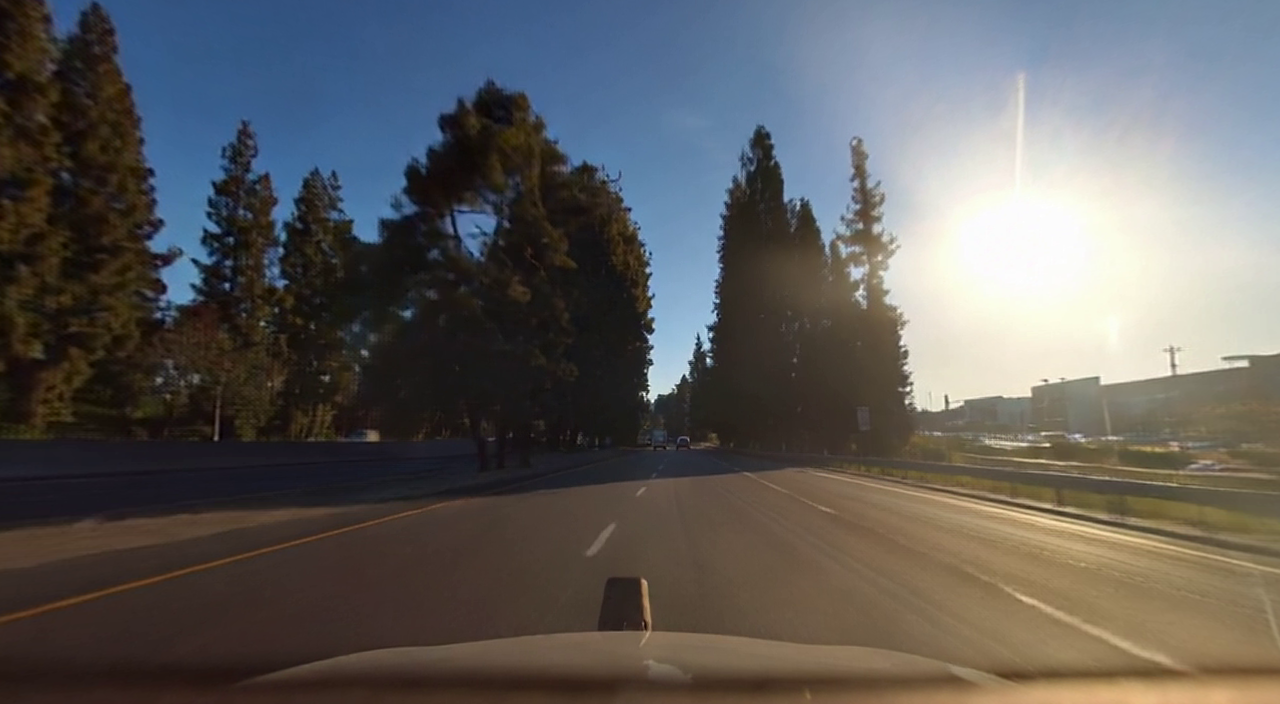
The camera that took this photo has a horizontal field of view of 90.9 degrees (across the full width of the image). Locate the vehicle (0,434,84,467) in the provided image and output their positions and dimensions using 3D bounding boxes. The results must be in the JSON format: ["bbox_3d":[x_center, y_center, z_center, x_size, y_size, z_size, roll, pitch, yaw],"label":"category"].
[{"bbox_3d":[-29.786,4.734,30.387,1.760,1.466,4.396,-1,-8,4],"label":"vehicle"}]

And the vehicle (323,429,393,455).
[{"bbox_3d":[-20.857,6.709,46.995,2.197,1.750,5.738,-1,-8,5],"label":"vehicle"}]
